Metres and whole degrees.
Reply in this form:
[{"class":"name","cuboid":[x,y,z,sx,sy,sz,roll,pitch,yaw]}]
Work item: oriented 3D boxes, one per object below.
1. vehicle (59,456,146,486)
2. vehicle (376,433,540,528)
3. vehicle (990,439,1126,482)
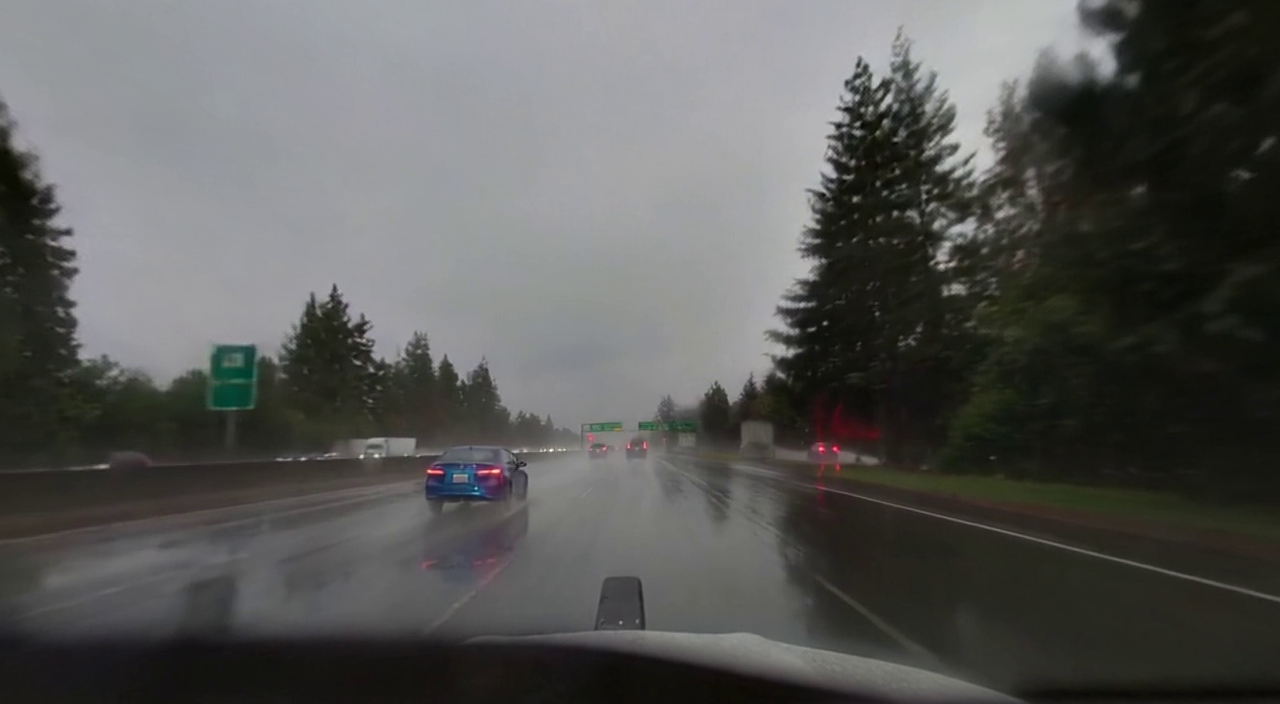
[{"class":"vehicle","cuboid":[-36.878,8.155,43.540,2.009,1.826,4.800,1,-9,-5]},{"class":"vehicle","cuboid":[-3.366,2.463,12.660,2.020,1.554,4.137,0,-9,0]},{"class":"vehicle","cuboid":[15.792,4.122,24.279,1.873,1.463,4.937,0,-9,0]}]
